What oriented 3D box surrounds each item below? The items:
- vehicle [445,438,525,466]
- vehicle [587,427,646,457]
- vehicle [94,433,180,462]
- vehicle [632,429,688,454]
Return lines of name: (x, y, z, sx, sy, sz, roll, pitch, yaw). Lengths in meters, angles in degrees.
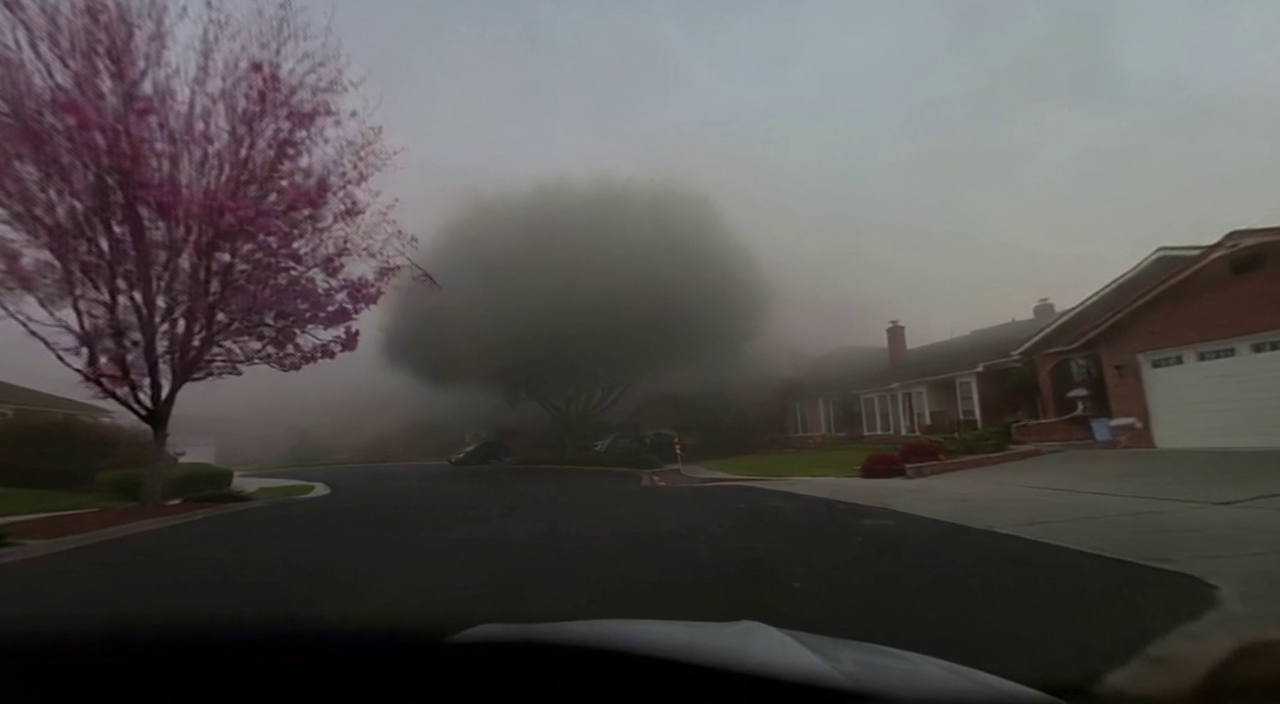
vehicle: (-10.497, 6.808, 43.091, 4.815, 1.827, 2.147, 0, -9, 1)
vehicle: (-1.705, 6.734, 47.522, 2.310, 1.701, 4.280, -3, -2, 33)
vehicle: (-32.479, 6.158, 40.823, 4.237, 1.728, 2.203, -2, -9, 18)
vehicle: (1.554, 6.738, 47.645, 2.152, 1.773, 4.495, -6, -10, 33)
